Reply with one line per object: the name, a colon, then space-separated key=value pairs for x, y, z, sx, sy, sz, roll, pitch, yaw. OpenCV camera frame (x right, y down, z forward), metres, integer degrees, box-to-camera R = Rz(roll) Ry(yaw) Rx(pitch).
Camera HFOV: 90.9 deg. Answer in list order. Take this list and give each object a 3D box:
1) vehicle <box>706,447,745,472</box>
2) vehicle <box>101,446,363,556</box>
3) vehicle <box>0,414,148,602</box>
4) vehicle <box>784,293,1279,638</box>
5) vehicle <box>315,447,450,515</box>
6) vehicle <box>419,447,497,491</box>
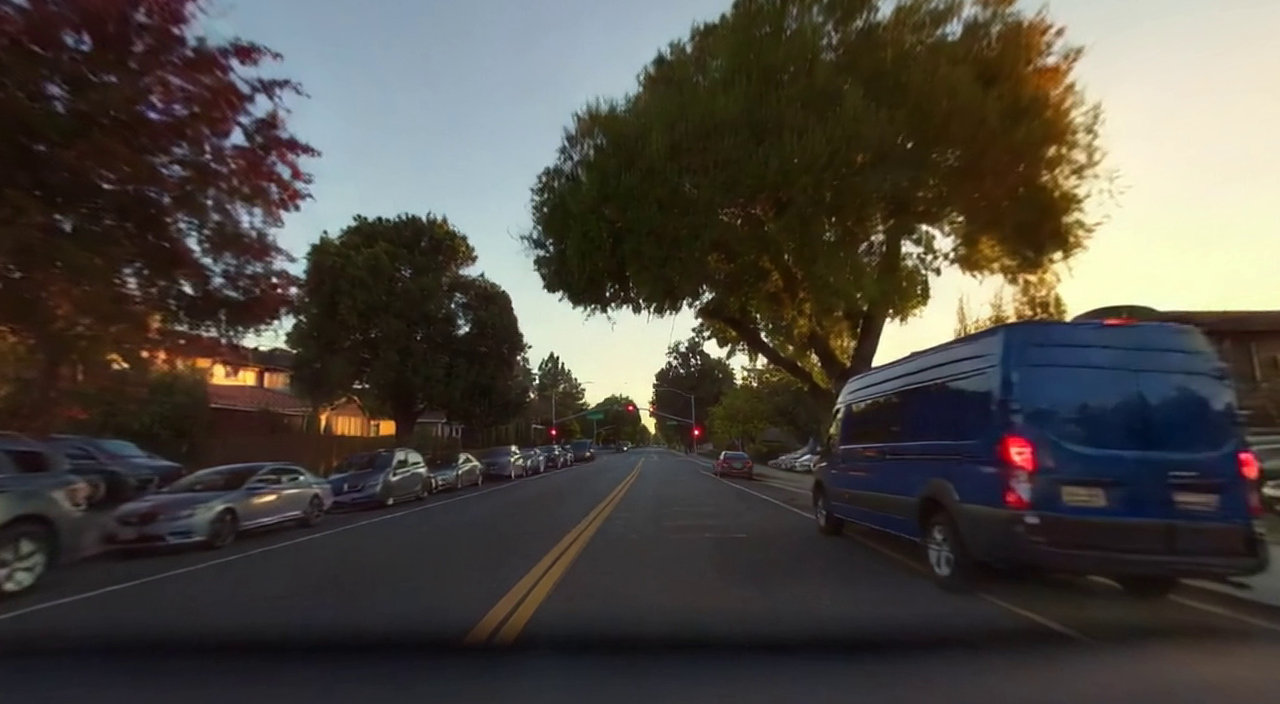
vehicle: x=5.188 y=6.585 z=38.791 sx=1.849 sy=1.415 sz=4.181 roll=0 pitch=-8 yaw=1
vehicle: x=-6.871 y=2.478 z=11.326 sx=1.718 sy=1.435 sz=4.370 roll=-3 pitch=-8 yaw=2
vehicle: x=-7.054 y=1.356 z=5.149 sx=1.984 sy=1.745 sz=4.866 roll=-1 pitch=-8 yaw=2
vehicle: x=4.448 y=1.450 z=8.767 sx=3.089 sy=2.882 sz=6.770 roll=-1 pitch=-9 yaw=-1
vehicle: x=-6.697 y=3.350 z=16.945 sx=1.832 sy=1.439 sz=4.337 roll=-2 pitch=-8 yaw=0
vehicle: x=-6.692 y=4.318 z=23.582 sx=1.738 sy=1.470 sz=3.648 roll=-1 pitch=-8 yaw=2
